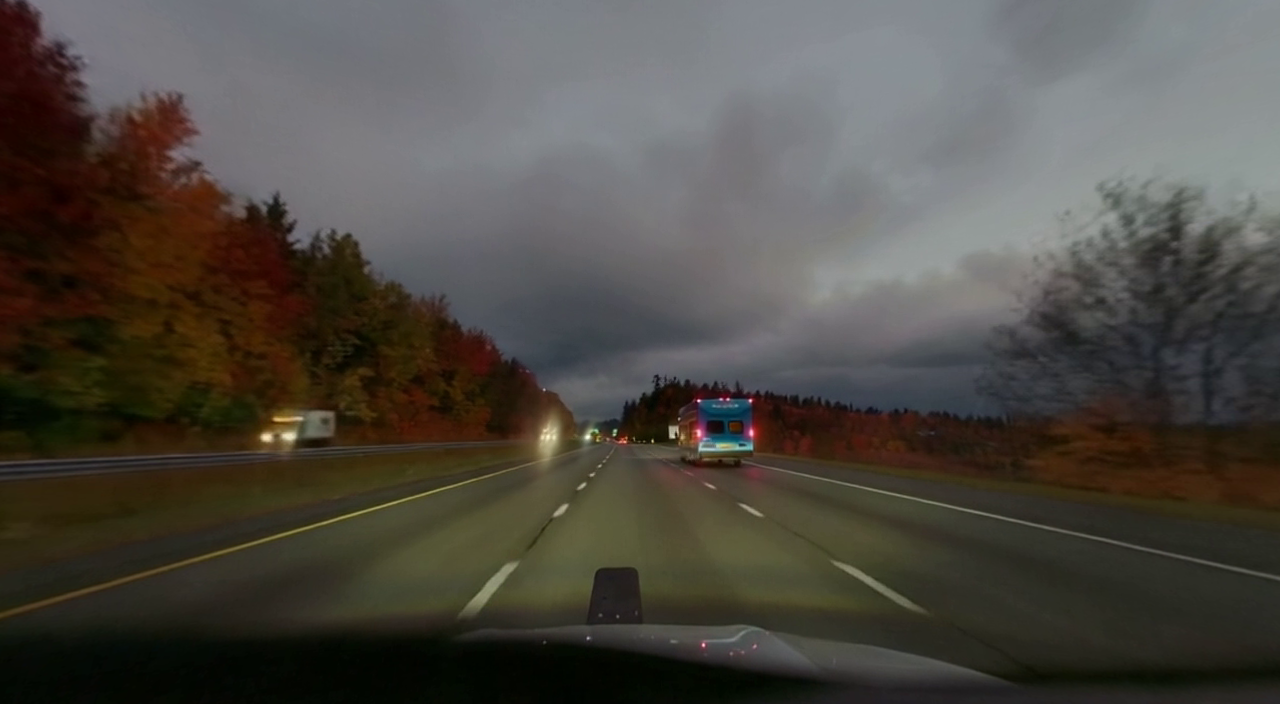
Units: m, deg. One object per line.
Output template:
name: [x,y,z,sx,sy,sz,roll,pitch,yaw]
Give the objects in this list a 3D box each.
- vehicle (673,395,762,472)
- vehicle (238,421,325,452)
vehicle: [3.123,3.557,27.417,2.815,2.876,7.101,0,-8,-1]
vehicle: [-19.312,4.598,34.113,2.129,1.551,4.562,0,-8,-2]
